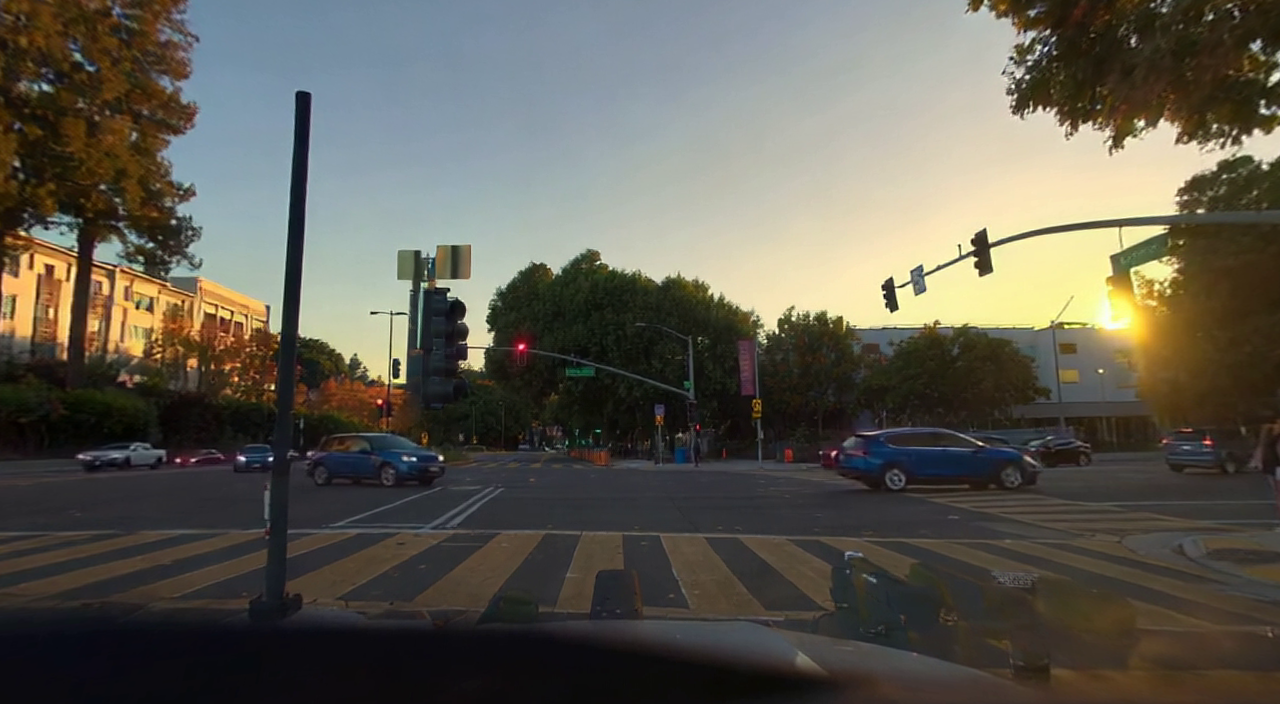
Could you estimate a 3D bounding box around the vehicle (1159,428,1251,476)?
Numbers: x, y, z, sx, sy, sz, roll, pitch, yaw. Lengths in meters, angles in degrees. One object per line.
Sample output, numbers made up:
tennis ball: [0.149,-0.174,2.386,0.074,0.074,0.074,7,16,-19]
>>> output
vehicle: [22.728,3.993,25.346,4.780,1.719,2.156,8,-11,-43]

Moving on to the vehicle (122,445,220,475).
vehicle: [-23.654,5.434,32.078,2.099,1.407,3.941,0,-8,-4]

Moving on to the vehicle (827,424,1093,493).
vehicle: [8.803,2.976,17.858,6.196,1.777,2.457,0,-8,-3]

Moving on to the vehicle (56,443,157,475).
vehicle: [-30.819,6.161,36.716,1.961,1.708,4.678,0,-8,-3]

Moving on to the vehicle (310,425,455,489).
vehicle: [-8.369,3.349,20.429,4.509,1.821,2.066,-6,-10,33]

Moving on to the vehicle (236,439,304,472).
vehicle: [-18.952,5.309,32.581,2.007,1.540,4.312,2,-9,-17]
